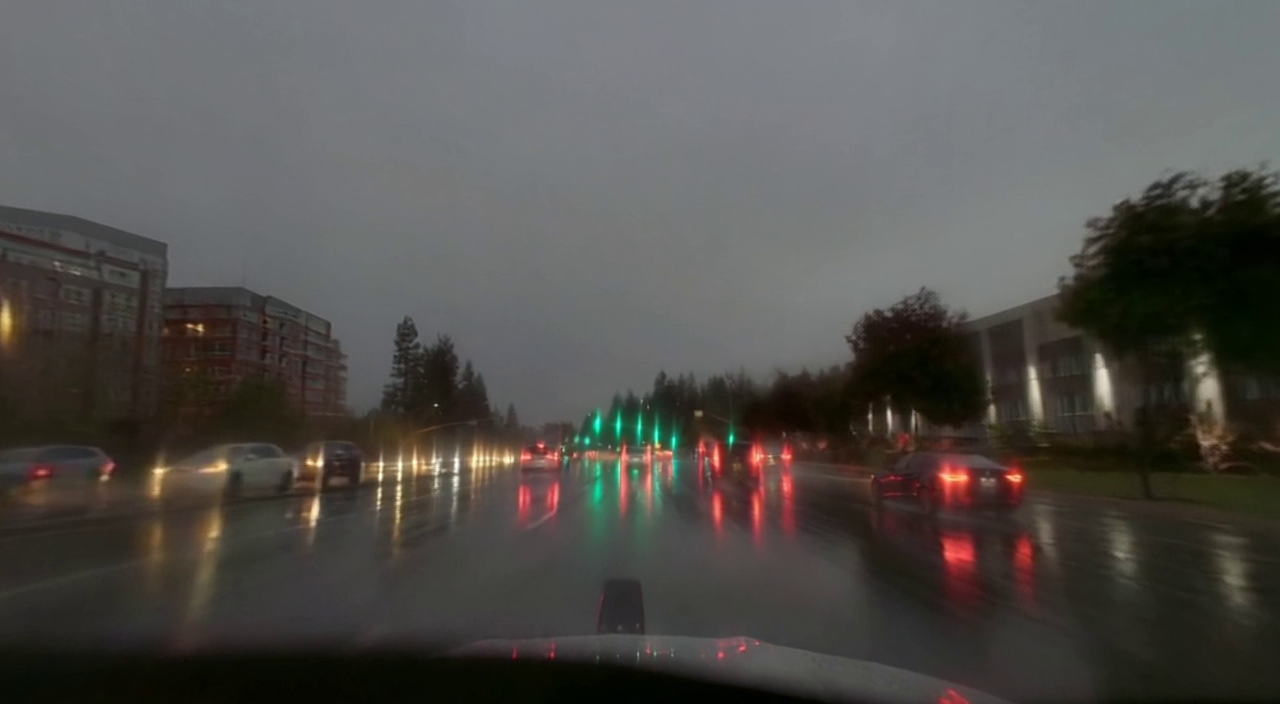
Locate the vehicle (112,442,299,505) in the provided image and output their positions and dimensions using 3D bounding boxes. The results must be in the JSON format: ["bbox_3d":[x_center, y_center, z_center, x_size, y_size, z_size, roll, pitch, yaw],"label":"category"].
[{"bbox_3d":[-12.431,3.475,18.627,2.043,1.571,4.946,0,-8,-1],"label":"vehicle"}]

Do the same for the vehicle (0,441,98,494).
[{"bbox_3d":[-22.459,4.076,22.483,2.005,1.761,4.824,0,-8,0],"label":"vehicle"}]

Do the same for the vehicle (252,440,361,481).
[{"bbox_3d":[-15.484,5.043,29.763,2.089,1.744,5.500,0,-8,0],"label":"vehicle"}]

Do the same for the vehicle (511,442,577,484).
[{"bbox_3d":[-4.020,4.732,27.239,2.172,1.671,4.175,0,-8,0],"label":"vehicle"}]

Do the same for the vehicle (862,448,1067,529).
[{"bbox_3d":[6.559,2.759,13.465,1.945,1.408,4.288,0,-8,-2],"label":"vehicle"}]

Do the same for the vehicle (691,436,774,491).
[{"bbox_3d":[3.123,3.880,22.296,2.161,1.716,4.194,0,-8,-2],"label":"vehicle"}]

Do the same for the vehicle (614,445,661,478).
[{"bbox_3d":[-0.186,5.369,31.211,2.155,1.486,4.403,0,-8,-1],"label":"vehicle"}]
